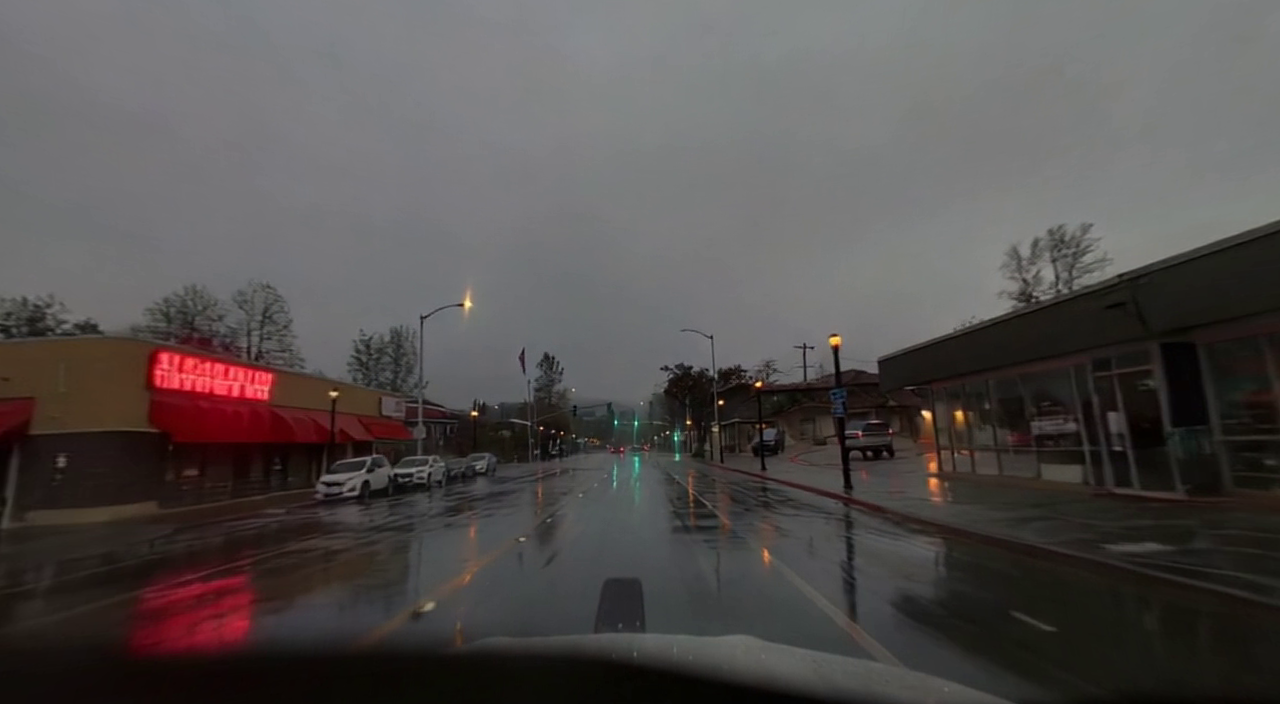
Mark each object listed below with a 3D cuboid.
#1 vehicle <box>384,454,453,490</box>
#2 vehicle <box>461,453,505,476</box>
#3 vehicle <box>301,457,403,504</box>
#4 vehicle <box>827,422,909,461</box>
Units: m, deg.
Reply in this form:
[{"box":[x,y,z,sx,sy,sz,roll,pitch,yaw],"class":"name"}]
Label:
[{"box":[-10.806,5.850,31.133,1.837,1.586,4.155,0,-8,0],"class":"vehicle"},{"box":[-10.840,7.799,43.951,1.828,1.470,4.523,0,-8,1],"class":"vehicle"},{"box":[-10.763,4.806,24.022,1.784,1.502,4.344,0,-8,1],"class":"vehicle"},{"box":[12.581,5.039,35.334,2.532,1.997,5.001,0,-9,-2],"class":"vehicle"}]
